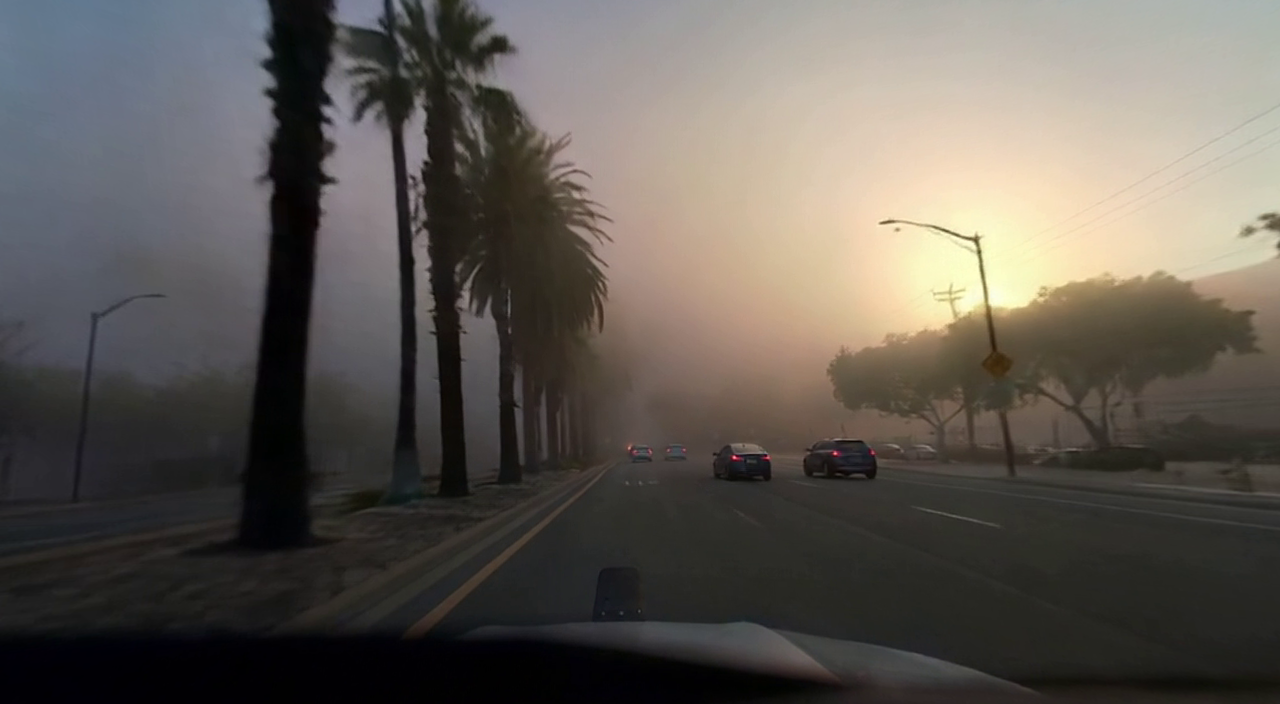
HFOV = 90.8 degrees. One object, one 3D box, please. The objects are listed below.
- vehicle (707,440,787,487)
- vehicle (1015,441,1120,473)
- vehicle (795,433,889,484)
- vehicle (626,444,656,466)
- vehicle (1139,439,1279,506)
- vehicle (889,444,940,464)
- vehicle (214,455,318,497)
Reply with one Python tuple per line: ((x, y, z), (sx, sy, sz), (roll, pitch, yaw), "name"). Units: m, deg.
((3.570, 3.809, 21.960), (1.875, 1.452, 4.453), (0, -8, -2), "vehicle")
((21.193, 5.218, 31.619), (1.943, 1.467, 4.706), (0, -8, 0), "vehicle")
((7.135, 3.795, 22.830), (1.916, 1.646, 4.258), (0, -8, -1), "vehicle")
((0.056, 7.235, 44.471), (2.031, 1.444, 4.361), (0, -8, -1), "vehicle")
((15.077, 2.869, 15.298), (2.001, 1.463, 4.781), (0, -8, -1), "vehicle")
((21.064, 7.808, 48.705), (1.852, 1.448, 4.601), (0, -8, -1), "vehicle")
((-16.953, 5.602, 28.920), (1.972, 1.687, 4.480), (0, -8, 0), "vehicle")
